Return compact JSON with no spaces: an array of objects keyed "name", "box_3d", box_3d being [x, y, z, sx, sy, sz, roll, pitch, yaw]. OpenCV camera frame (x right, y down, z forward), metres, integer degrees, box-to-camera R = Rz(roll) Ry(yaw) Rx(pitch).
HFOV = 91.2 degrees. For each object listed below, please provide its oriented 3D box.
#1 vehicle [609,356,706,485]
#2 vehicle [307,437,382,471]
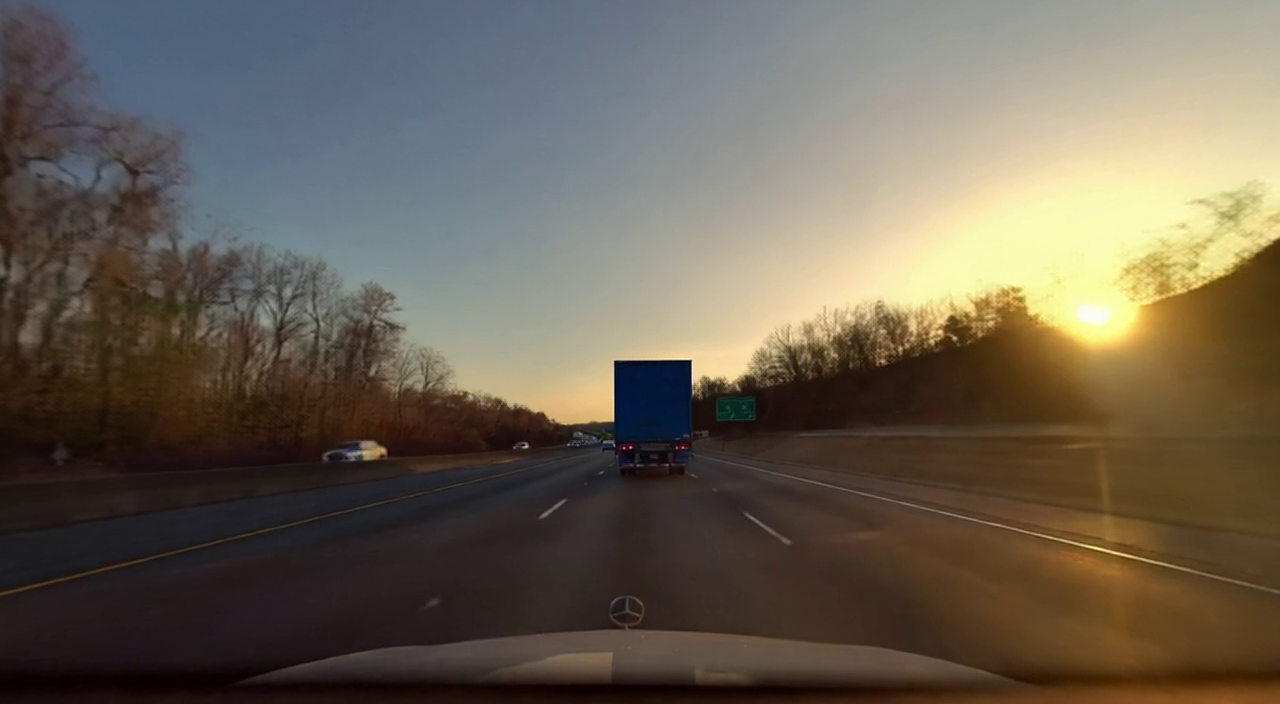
[{"name":"vehicle","box_3d":[0.537,2.889,24.974,3.010,4.039,10.481,0,-8,0]},{"name":"vehicle","box_3d":[-16.762,5.811,35.874,2.003,1.791,4.571,0,-8,1]}]
